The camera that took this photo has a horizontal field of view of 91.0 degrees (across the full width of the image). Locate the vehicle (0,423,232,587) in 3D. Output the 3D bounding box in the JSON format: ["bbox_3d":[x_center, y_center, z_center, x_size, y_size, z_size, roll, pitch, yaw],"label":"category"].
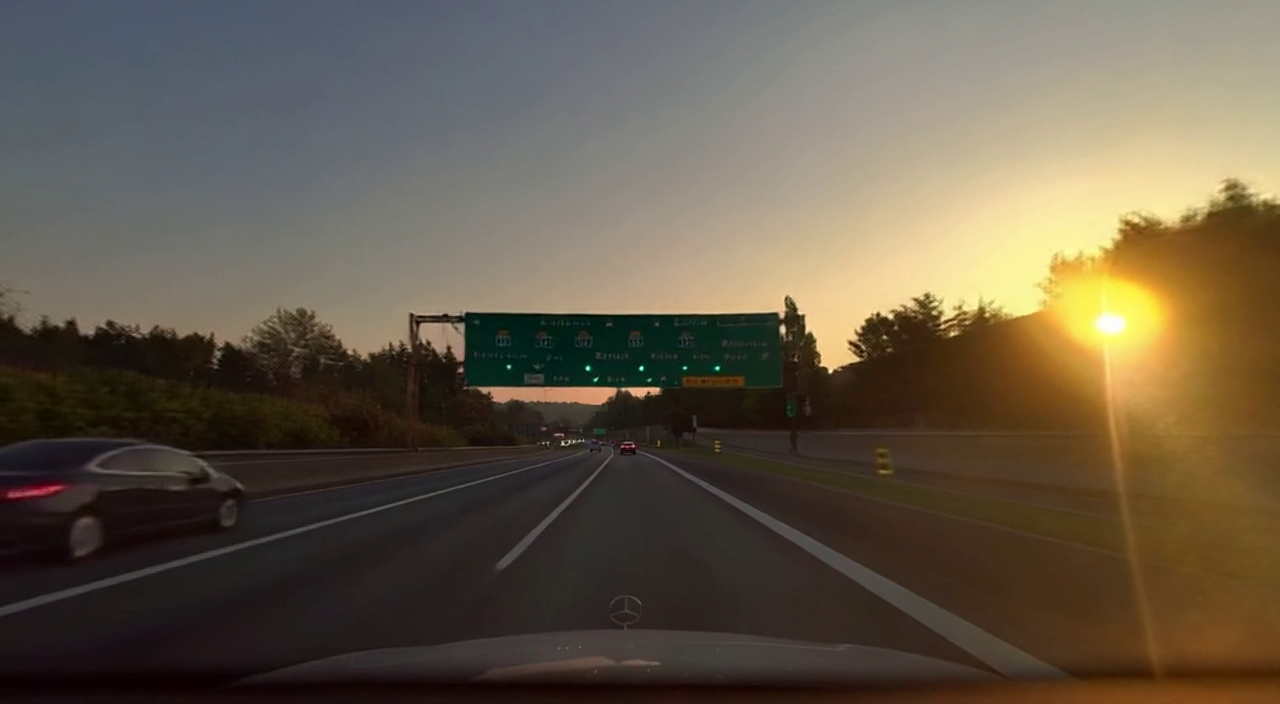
[{"bbox_3d":[-6.739,1.508,6.579,2.053,1.452,4.347,0,-8,0],"label":"vehicle"}]
